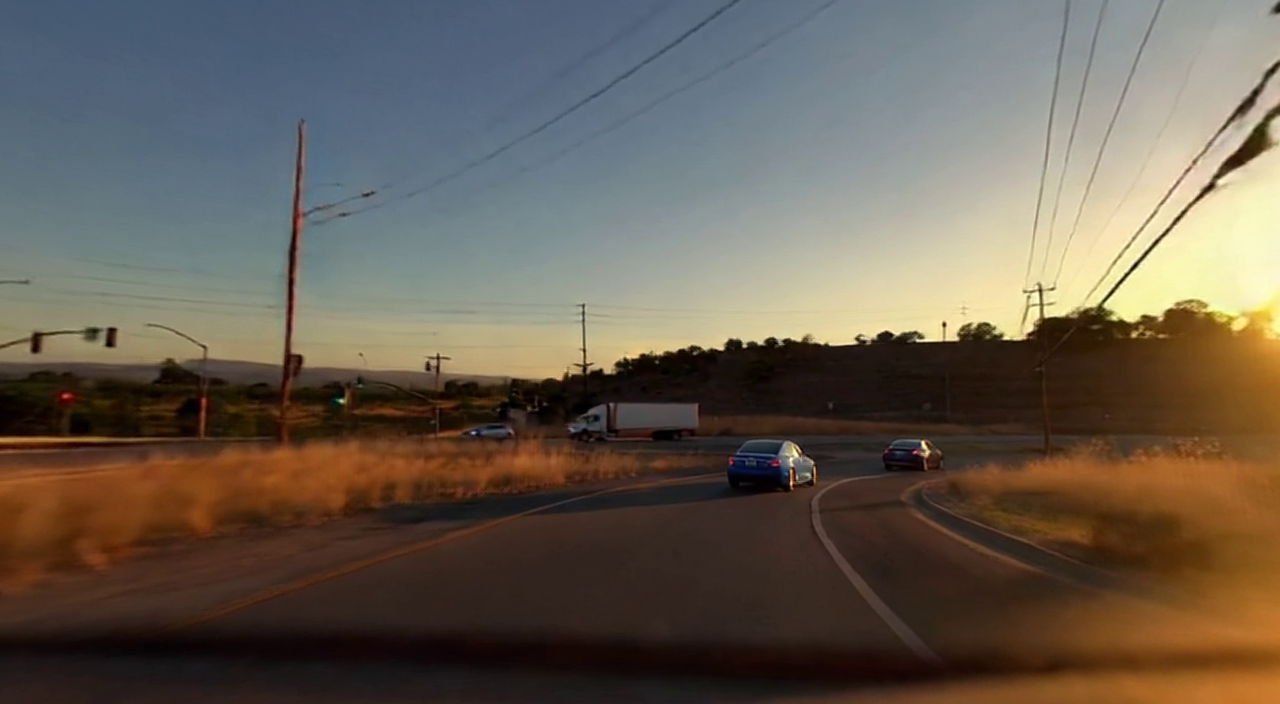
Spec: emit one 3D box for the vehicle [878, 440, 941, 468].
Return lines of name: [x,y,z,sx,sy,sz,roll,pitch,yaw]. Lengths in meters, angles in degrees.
vehicle: [15.656,5.879,36.551,1.836,1.465,4.307,-8,-11,43]

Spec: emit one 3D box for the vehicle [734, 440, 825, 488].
vehicle: [4.782,3.670,21.075,2.026,1.407,4.374,-4,-9,25]

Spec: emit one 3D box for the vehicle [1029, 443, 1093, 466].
vehicle: [31.010,7.524,46.416,4.102,1.552,1.931,4,-9,-25]
